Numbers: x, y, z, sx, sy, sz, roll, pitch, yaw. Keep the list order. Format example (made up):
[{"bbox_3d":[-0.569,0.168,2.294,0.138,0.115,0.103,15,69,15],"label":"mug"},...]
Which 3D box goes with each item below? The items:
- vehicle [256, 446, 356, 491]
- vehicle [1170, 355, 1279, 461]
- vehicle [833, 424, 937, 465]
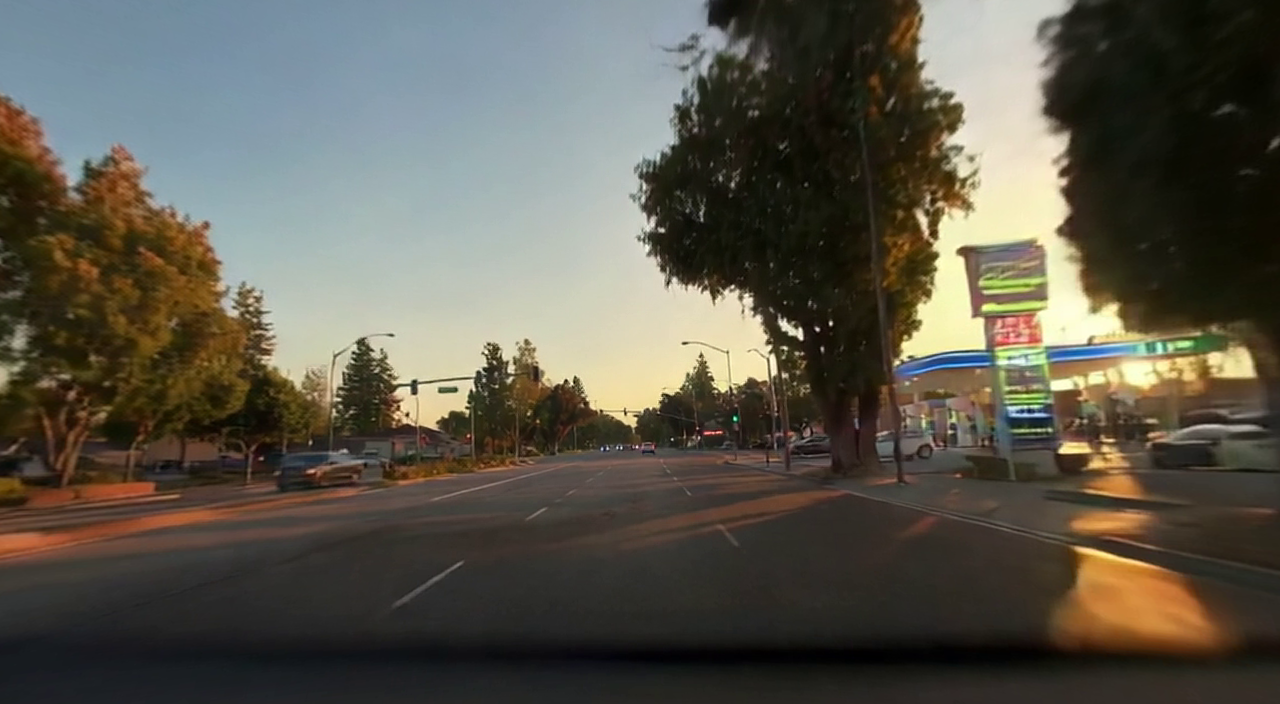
[{"bbox_3d":[-15.437,5.373,29.456,2.028,1.850,4.746,-2,-9,1],"label":"vehicle"},{"bbox_3d":[24.033,2.028,22.285,7.750,3.426,3.178,0,-9,-5],"label":"vehicle"},{"bbox_3d":[13.621,5.179,35.279,4.821,1.788,2.132,-5,-8,1],"label":"vehicle"}]
